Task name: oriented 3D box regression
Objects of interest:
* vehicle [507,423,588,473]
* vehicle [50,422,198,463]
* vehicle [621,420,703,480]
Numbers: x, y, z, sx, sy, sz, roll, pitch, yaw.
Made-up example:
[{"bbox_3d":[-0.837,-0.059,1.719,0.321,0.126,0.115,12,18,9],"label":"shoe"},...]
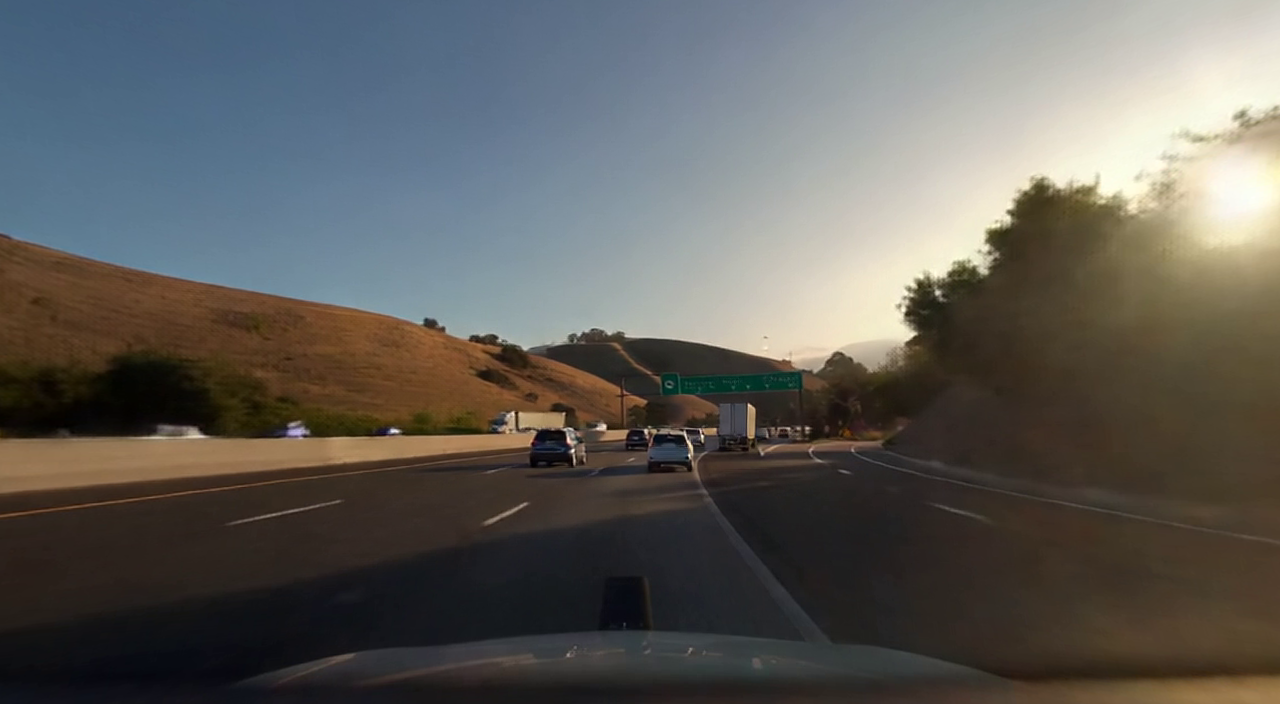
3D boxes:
[{"bbox_3d":[-3.384,3.627,24.019,2.077,1.712,4.406,-1,-8,5],"label":"vehicle"},{"bbox_3d":[-20.940,3.720,25.923,1.936,1.499,4.651,-1,-8,5],"label":"vehicle"},{"bbox_3d":[0.832,3.315,21.568,2.484,1.820,4.497,-1,-8,4],"label":"vehicle"}]
